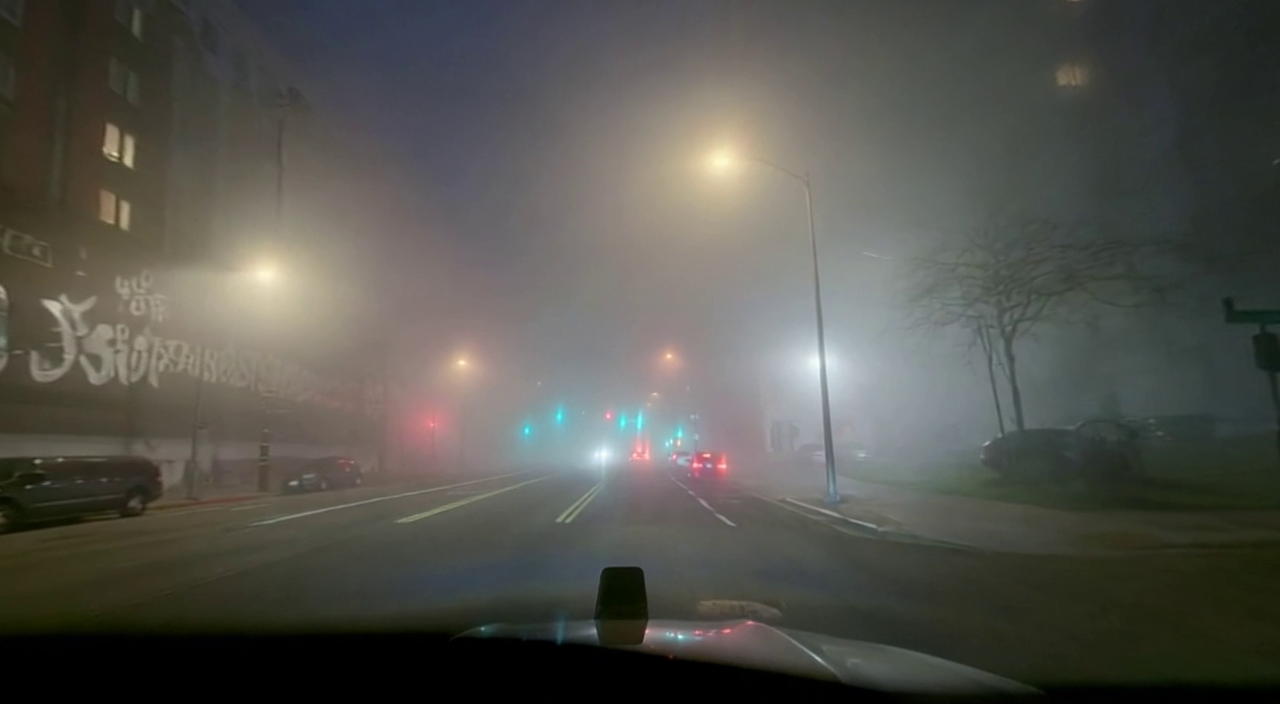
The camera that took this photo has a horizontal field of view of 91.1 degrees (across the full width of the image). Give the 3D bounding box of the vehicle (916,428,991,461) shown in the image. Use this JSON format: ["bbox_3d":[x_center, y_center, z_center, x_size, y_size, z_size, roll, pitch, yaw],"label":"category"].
[{"bbox_3d":[18.289,5.460,36.866,2.002,1.731,4.413,-2,-9,-1],"label":"vehicle"}]

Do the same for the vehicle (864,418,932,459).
[{"bbox_3d":[15.692,5.320,38.488,1.969,2.282,4.731,1,-8,-2],"label":"vehicle"}]

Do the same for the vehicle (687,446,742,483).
[{"bbox_3d":[3.366,5.140,29.076,2.062,1.535,4.206,0,-8,0],"label":"vehicle"}]

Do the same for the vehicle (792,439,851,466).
[{"bbox_3d":[11.002,6.095,38.432,1.956,1.514,4.862,1,-8,-3],"label":"vehicle"}]

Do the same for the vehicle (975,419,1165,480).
[{"bbox_3d":[12.466,2.838,18.478,4.312,1.578,2.006,-5,-10,34],"label":"vehicle"}]

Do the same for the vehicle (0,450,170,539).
[{"bbox_3d":[-15.241,3.488,15.914,2.107,1.914,5.567,0,-8,3],"label":"vehicle"}]

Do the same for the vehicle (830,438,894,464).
[{"bbox_3d":[13.355,5.978,38.073,1.819,1.450,4.707,1,-8,-4],"label":"vehicle"}]

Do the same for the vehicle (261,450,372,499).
[{"bbox_3d":[-15.230,5.757,30.049,2.048,1.814,5.998,-6,-8,1],"label":"vehicle"}]
